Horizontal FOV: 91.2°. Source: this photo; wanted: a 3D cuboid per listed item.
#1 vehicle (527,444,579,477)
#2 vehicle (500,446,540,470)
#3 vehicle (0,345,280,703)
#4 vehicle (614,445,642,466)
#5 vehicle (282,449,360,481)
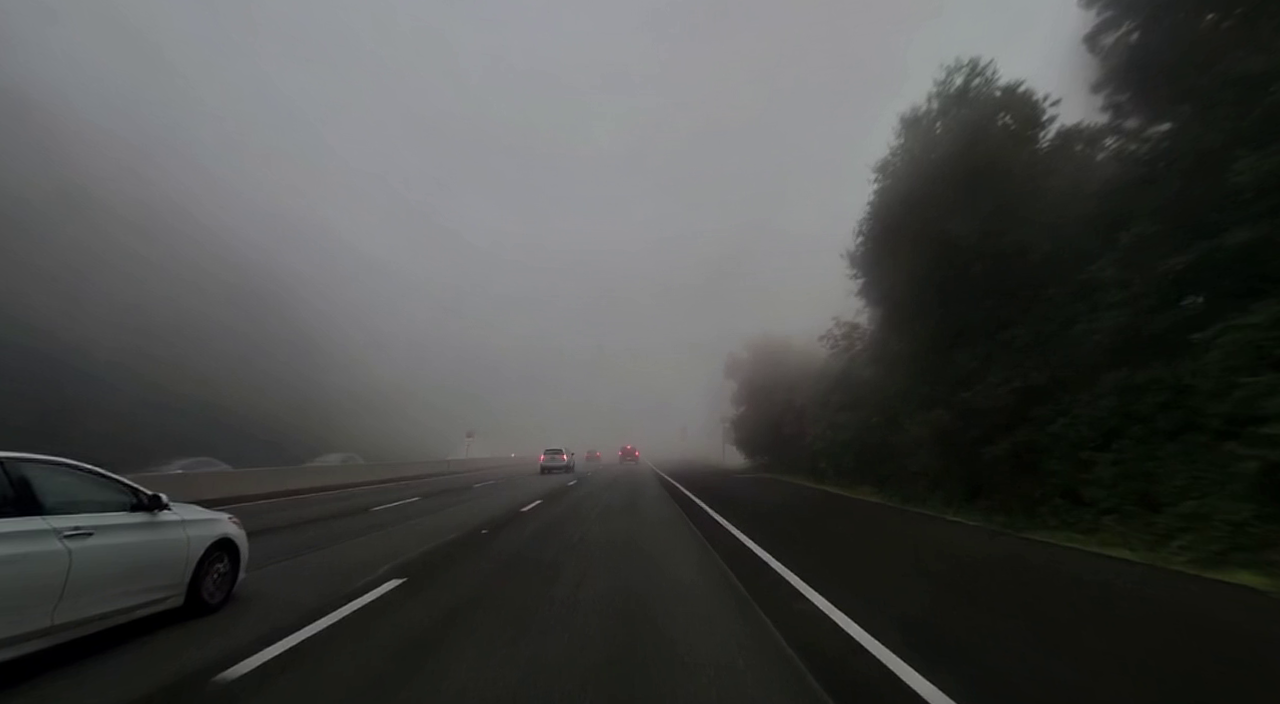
[{"bbox_3d":[-4.183,5.281,30.611,1.988,1.477,4.118,0,-9,-1],"label":"vehicle"},{"bbox_3d":[-8.042,7.094,42.227,1.936,1.516,3.904,0,-9,-1],"label":"vehicle"},{"bbox_3d":[-3.948,0.852,2.711,2.074,1.779,4.588,0,-9,-1],"label":"vehicle"},{"bbox_3d":[-0.922,7.812,47.337,2.023,1.479,3.718,0,-9,-1],"label":"vehicle"},{"bbox_3d":[-16.371,5.788,32.374,1.846,1.519,4.114,0,-9,0],"label":"vehicle"}]
